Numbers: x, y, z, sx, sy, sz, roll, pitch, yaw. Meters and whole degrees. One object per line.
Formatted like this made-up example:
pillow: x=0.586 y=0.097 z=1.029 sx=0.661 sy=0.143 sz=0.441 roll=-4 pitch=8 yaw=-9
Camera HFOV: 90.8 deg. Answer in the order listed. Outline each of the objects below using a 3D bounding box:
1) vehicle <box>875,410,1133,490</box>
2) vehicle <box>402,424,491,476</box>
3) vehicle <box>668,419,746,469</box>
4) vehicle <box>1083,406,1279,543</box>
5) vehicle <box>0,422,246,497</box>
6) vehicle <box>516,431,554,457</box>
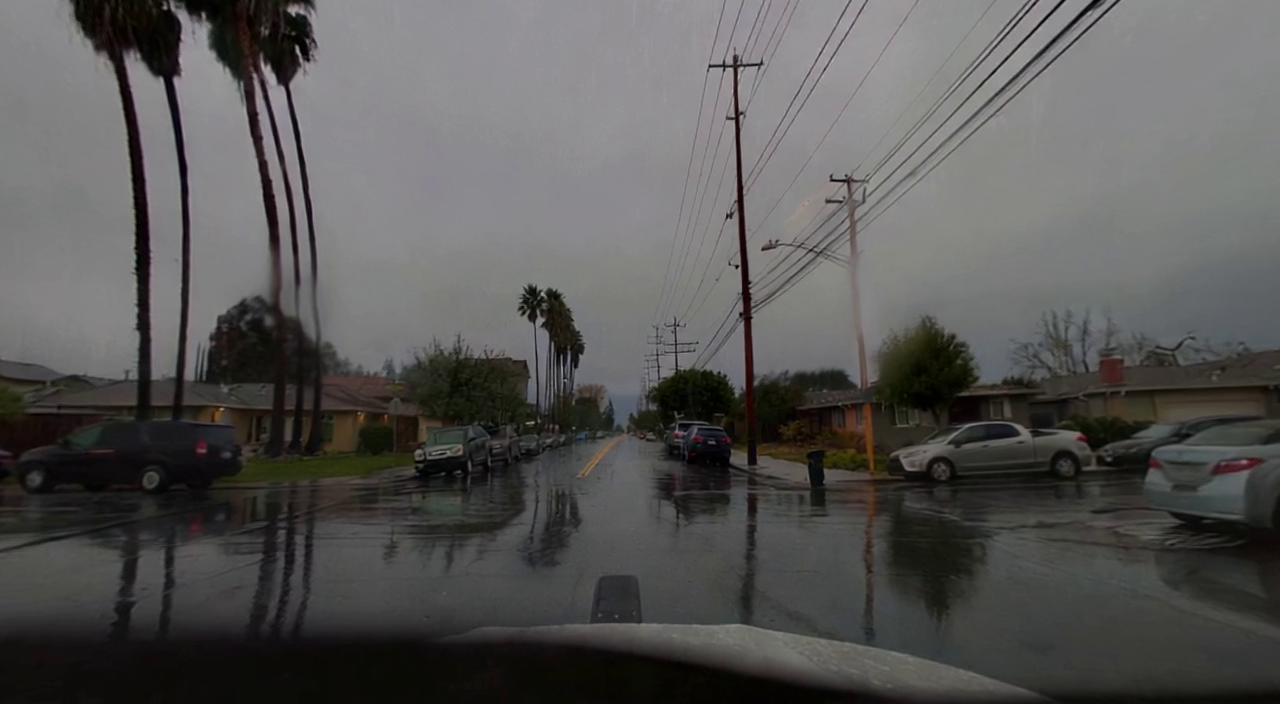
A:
vehicle: x=10.286 y=2.791 z=18.219 sx=5.971 sy=1.967 sz=2.385 roll=-1 pitch=-9 yaw=-5
vehicle: x=-7.025 y=3.637 z=23.512 sx=2.198 sy=1.724 sz=4.493 roll=1 pitch=-9 yaw=-5
vehicle: x=2.697 y=3.980 z=27.268 sx=2.505 sy=1.895 sz=5.805 roll=0 pitch=-9 yaw=-2
vehicle: x=9.004 y=1.636 z=8.739 sx=4.181 sy=1.638 sz=2.015 roll=0 pitch=-9 yaw=-1
vehicle: x=-14.812 y=3.010 z=17.734 sx=5.847 sy=1.766 sz=2.392 roll=-2 pitch=-9 yaw=-2
vehicle: x=-7.705 y=6.838 z=46.842 sx=2.178 sy=1.865 sz=4.658 roll=0 pitch=-9 yaw=-2
